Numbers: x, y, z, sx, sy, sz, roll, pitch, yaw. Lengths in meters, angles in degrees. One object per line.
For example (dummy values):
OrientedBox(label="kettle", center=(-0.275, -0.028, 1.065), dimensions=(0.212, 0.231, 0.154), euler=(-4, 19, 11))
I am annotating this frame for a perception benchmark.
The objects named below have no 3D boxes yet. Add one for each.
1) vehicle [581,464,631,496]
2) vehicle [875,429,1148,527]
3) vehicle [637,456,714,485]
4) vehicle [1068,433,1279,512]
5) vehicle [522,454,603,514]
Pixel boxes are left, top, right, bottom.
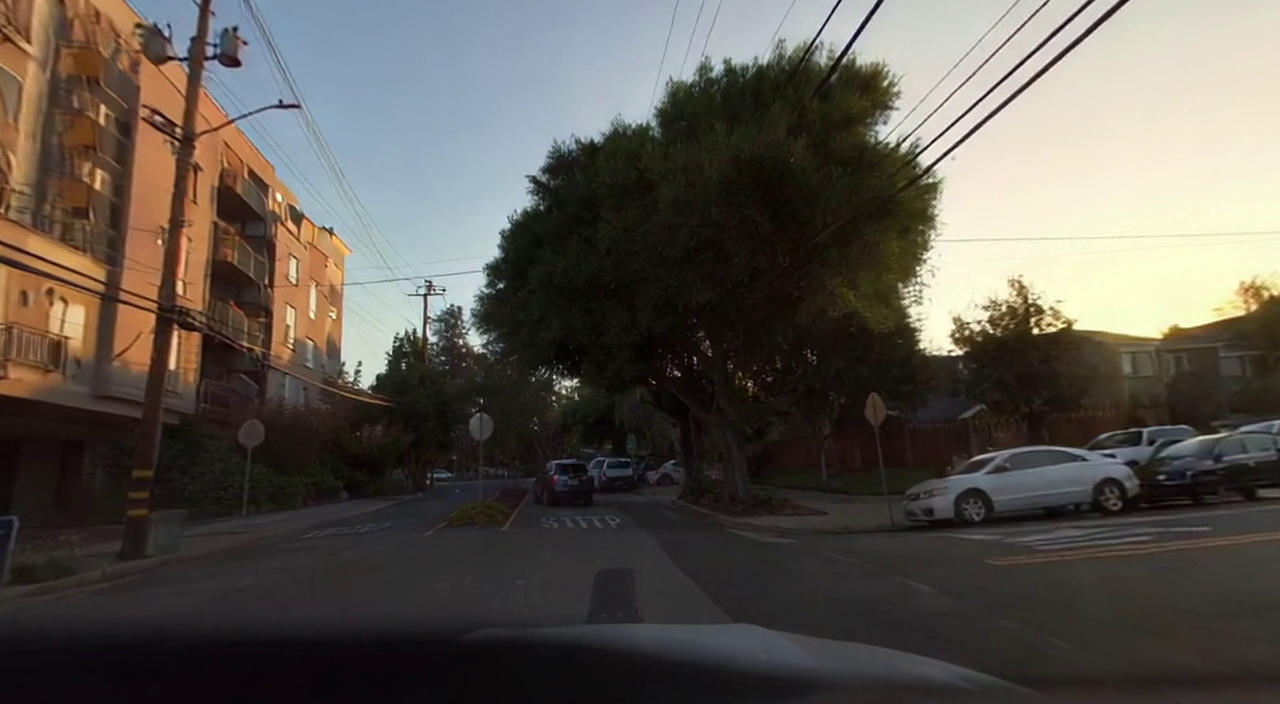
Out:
OrientedBox(label="vehicle", center=(-1.833, 6.669, 33.196), dimensions=(1.918, 1.475, 4.060), euler=(2, -10, -13))
OrientedBox(label="vehicle", center=(8.055, 2.774, 13.942), dimensions=(4.877, 1.755, 1.918), euler=(-1, -13, -10))
OrientedBox(label="vehicle", center=(2.203, 7.427, 39.636), dimensions=(4.424, 1.645, 1.820), euler=(1, -10, -12))
OrientedBox(label="vehicle", center=(13.177, 2.830, 15.028), dimensions=(4.830, 1.490, 1.878), euler=(-2, -12, -11))
OrientedBox(label="vehicle", center=(-2.962, 4.745, 23.246), dimensions=(2.155, 1.872, 4.790), euler=(2, -9, -16))
